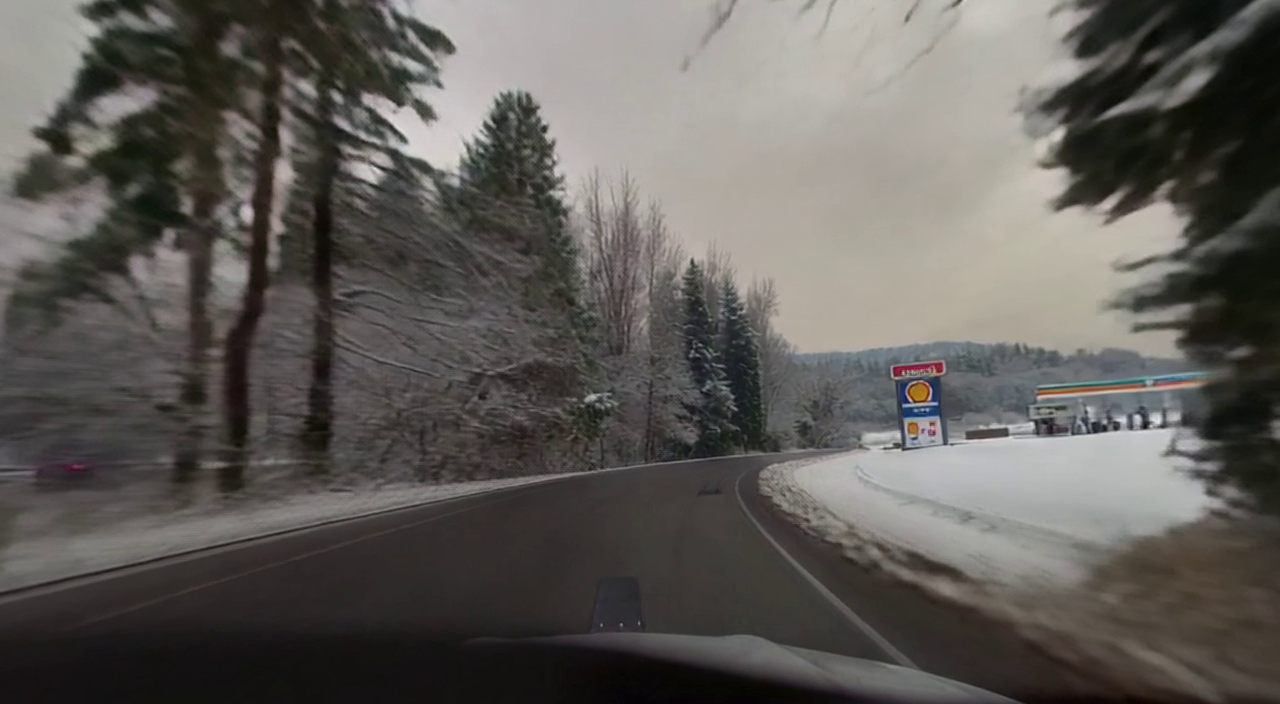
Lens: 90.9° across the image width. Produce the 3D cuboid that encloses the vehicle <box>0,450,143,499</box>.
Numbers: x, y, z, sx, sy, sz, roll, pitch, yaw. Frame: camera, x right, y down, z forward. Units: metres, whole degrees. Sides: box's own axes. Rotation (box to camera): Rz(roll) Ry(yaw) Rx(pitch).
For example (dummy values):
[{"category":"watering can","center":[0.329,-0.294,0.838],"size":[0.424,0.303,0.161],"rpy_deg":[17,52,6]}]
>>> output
[{"category":"vehicle","center":[-20.306,4.317,22.612],"size":[2.015,1.517,4.991],"rpy_deg":[2,-10,-16]}]
